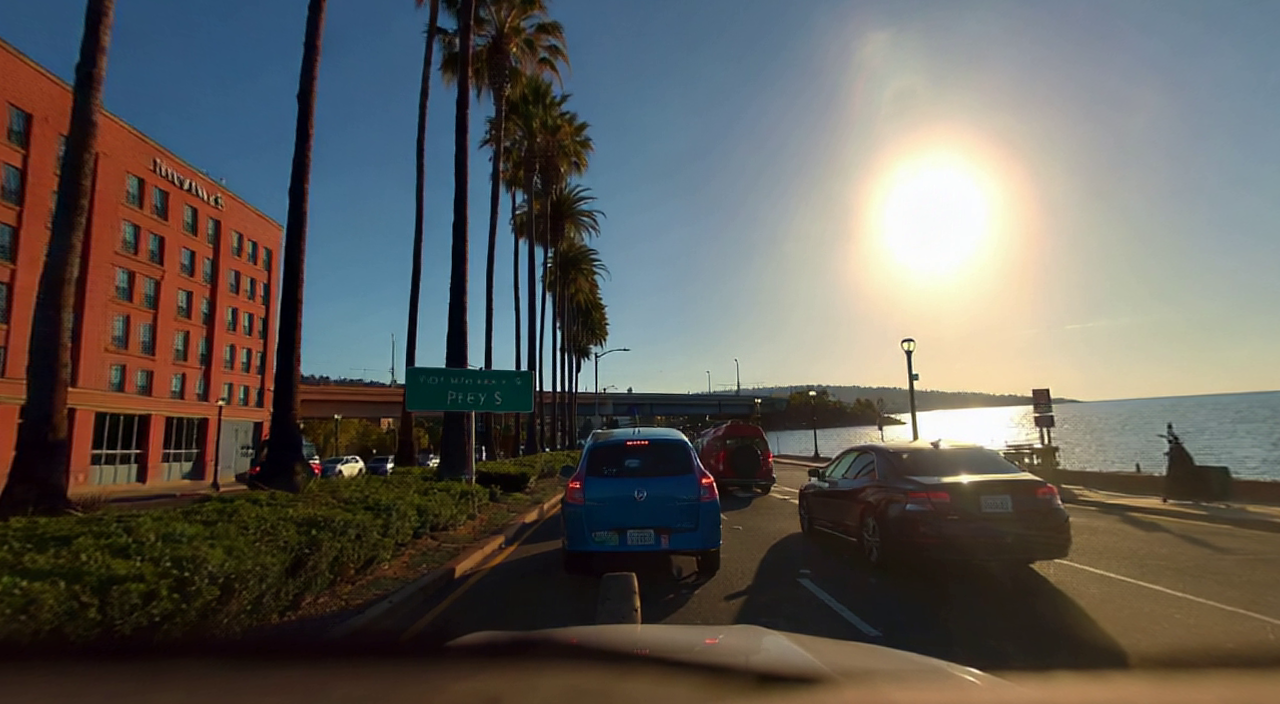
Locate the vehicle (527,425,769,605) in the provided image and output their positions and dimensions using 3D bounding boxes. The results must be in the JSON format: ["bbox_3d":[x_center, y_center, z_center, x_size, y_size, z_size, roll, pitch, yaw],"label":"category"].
[{"bbox_3d":[0.061,1.669,7.276,2.048,1.503,3.681,0,-9,0],"label":"vehicle"}]

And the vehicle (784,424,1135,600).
[{"bbox_3d":[3.267,1.717,7.716,1.920,1.490,4.417,0,-9,-1],"label":"vehicle"}]

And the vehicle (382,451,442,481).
[{"bbox_3d":[-14.954,7.468,41.679,2.104,1.802,4.852,0,-9,0],"label":"vehicle"}]
